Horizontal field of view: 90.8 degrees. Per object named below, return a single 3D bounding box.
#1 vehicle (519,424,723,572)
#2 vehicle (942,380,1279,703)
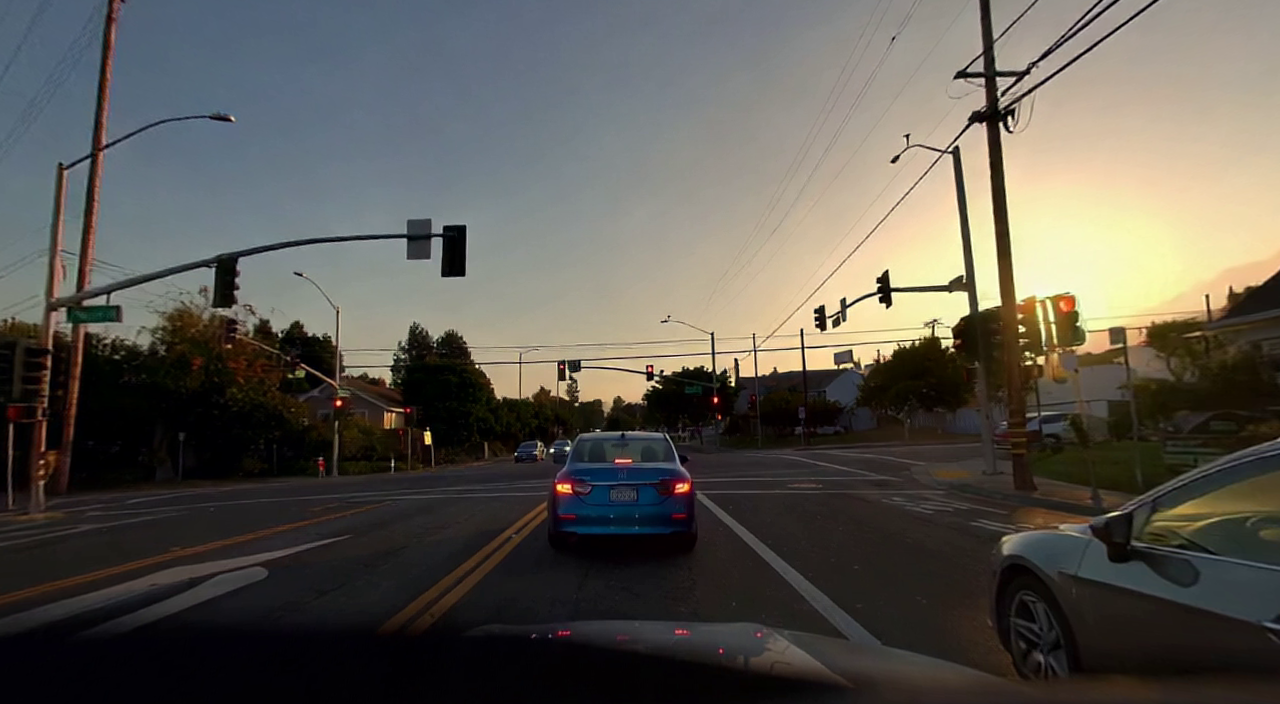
[{"bbox_3d":[-0.225,1.793,8.581,2.061,1.485,4.196,0,-8,-1],"label":"vehicle"},{"bbox_3d":[2.925,0.882,2.232,1.860,1.494,3.707,0,-8,0],"label":"vehicle"}]
